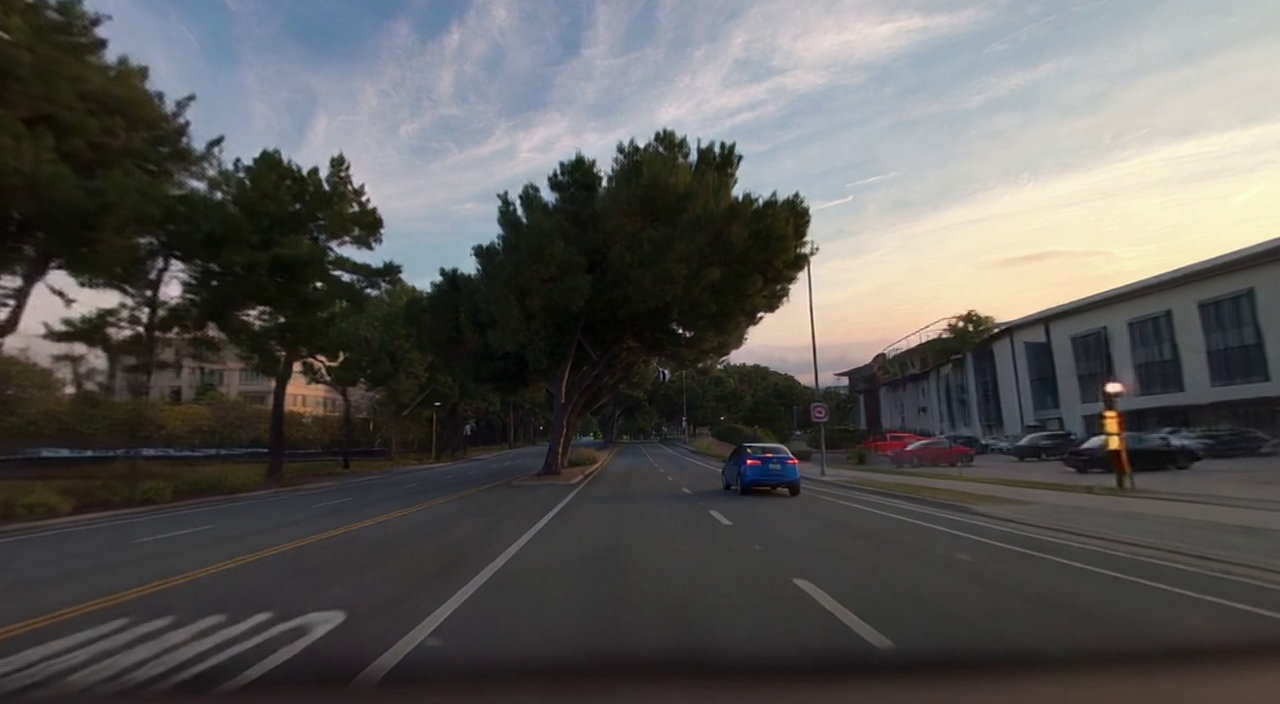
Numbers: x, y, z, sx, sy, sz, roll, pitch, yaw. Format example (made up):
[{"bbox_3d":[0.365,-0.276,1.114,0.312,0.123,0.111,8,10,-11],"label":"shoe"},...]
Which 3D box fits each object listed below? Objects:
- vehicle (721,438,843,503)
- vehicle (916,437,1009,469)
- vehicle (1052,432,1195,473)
[{"bbox_3d":[3.610,3.083,16.990,2.114,1.493,4.430,0,-8,-2],"label":"vehicle"},{"bbox_3d":[19.395,6.120,38.132,4.418,1.418,1.873,-5,-14,-2],"label":"vehicle"},{"bbox_3d":[17.682,3.687,23.234,3.622,1.432,2.029,1,-8,-3],"label":"vehicle"}]
